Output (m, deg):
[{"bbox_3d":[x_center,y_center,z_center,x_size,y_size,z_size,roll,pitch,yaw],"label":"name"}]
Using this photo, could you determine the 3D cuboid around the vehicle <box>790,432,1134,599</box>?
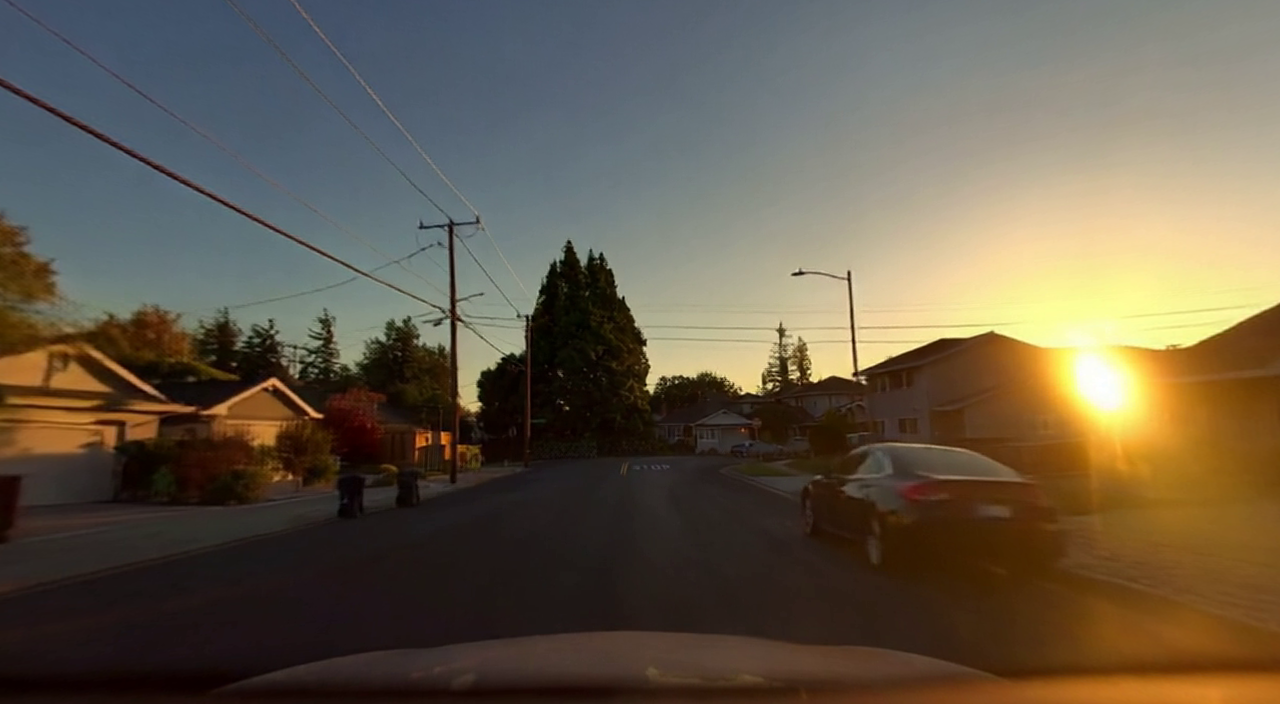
[{"bbox_3d":[3.550,1.869,8.215,2.012,1.531,4.557,0,-9,-1],"label":"vehicle"}]

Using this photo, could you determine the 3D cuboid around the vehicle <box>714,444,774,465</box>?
[{"bbox_3d":[7.920,7.731,47.942,4.452,1.482,2.017,7,-11,-38],"label":"vehicle"}]
